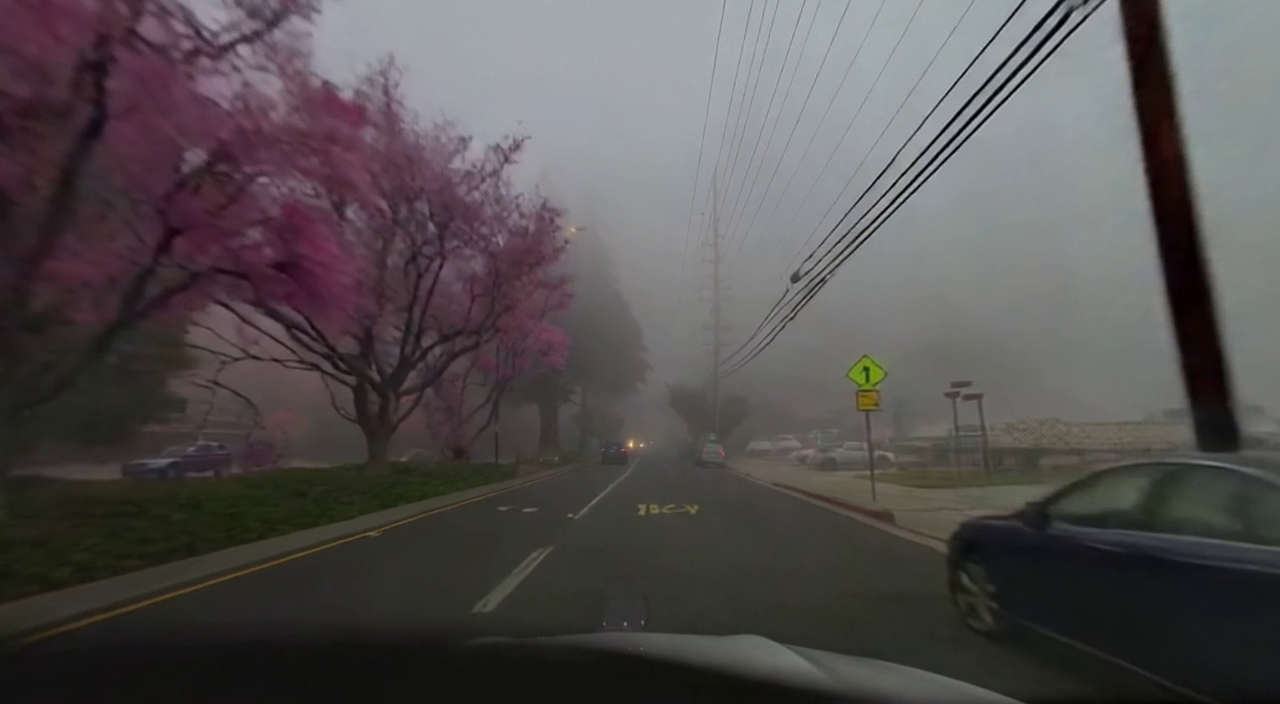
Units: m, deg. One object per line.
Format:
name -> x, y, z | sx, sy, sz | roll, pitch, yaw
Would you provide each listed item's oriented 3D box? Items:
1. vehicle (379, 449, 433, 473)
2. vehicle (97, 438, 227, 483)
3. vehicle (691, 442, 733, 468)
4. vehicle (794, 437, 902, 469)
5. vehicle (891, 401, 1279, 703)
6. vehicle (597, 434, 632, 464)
vehicle -> -16.133, 7.509, 43.735 | 1.954, 1.497, 4.613 | 0, -8, 0
vehicle -> -22.320, 5.025, 29.775 | 2.195, 1.770, 4.957 | 0, -6, 1
vehicle -> 4.315, 6.217, 38.300 | 2.042, 1.465, 4.455 | 0, -8, 0
vehicle -> 9.909, 4.845, 30.261 | 4.430, 1.480, 1.923 | 0, -8, -2
vehicle -> 3.232, 1.094, 3.313 | 2.070, 1.496, 4.614 | 0, -8, 2
vehicle -> -1.714, 6.722, 43.951 | 2.202, 1.961, 4.980 | 0, -8, 1
